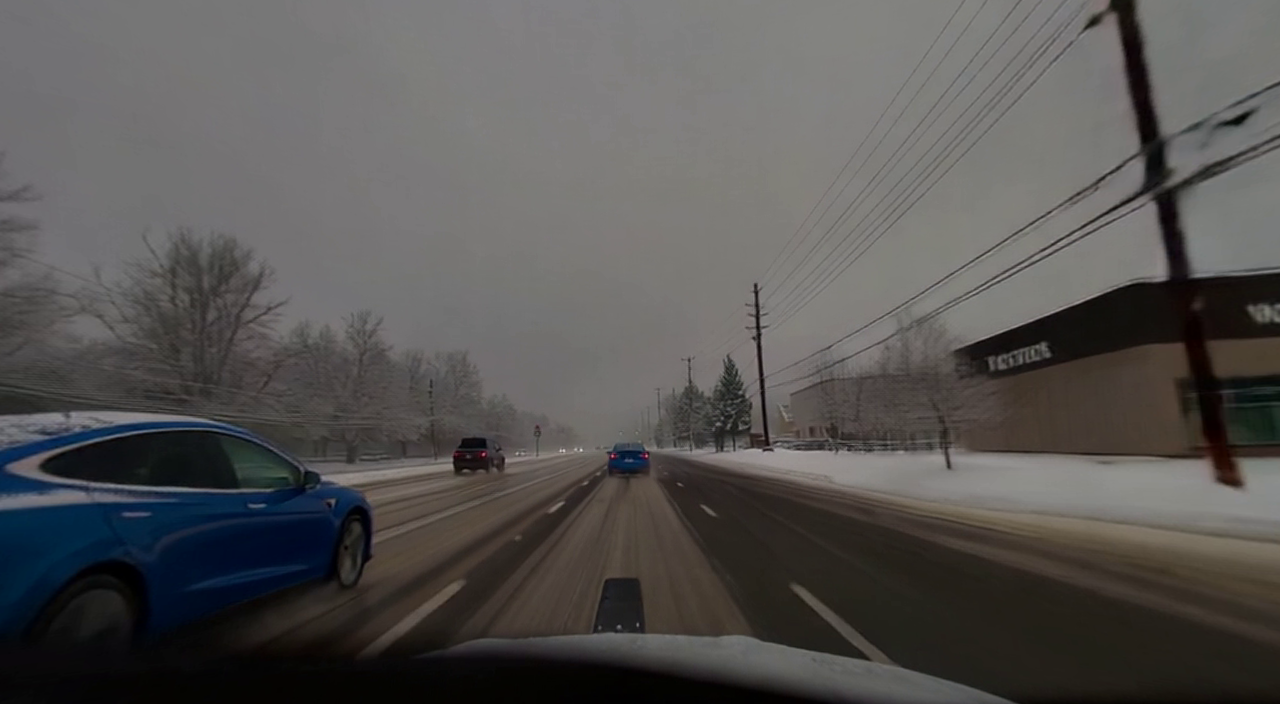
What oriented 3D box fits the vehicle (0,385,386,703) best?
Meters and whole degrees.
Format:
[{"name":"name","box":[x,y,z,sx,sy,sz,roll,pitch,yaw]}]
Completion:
[{"name":"vehicle","box":[-3.661,1.162,4.050,1.985,1.607,4.892,0,-9,0]}]

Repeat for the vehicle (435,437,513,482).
[{"name":"vehicle","box":[-7.319,4.785,28.455,2.203,1.819,4.547,0,-9,1]}]

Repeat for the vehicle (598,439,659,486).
[{"name":"vehicle","box":[-0.413,4.244,24.640,2.189,1.652,4.135,0,-9,0]}]
